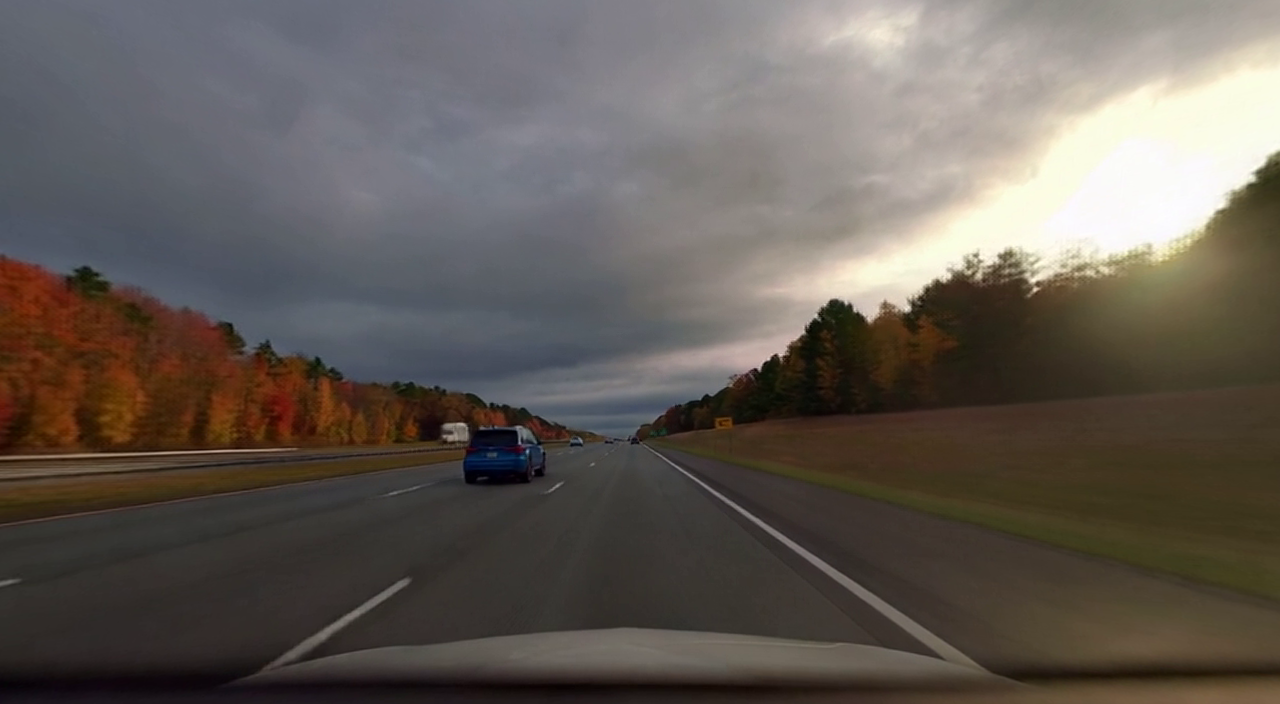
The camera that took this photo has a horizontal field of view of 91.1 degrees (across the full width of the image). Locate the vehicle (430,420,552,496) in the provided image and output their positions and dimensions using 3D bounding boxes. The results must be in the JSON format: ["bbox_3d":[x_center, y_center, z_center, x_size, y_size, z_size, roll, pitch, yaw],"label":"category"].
[{"bbox_3d":[-3.630,2.653,16.266,2.057,1.666,4.552,0,-8,0],"label":"vehicle"}]
